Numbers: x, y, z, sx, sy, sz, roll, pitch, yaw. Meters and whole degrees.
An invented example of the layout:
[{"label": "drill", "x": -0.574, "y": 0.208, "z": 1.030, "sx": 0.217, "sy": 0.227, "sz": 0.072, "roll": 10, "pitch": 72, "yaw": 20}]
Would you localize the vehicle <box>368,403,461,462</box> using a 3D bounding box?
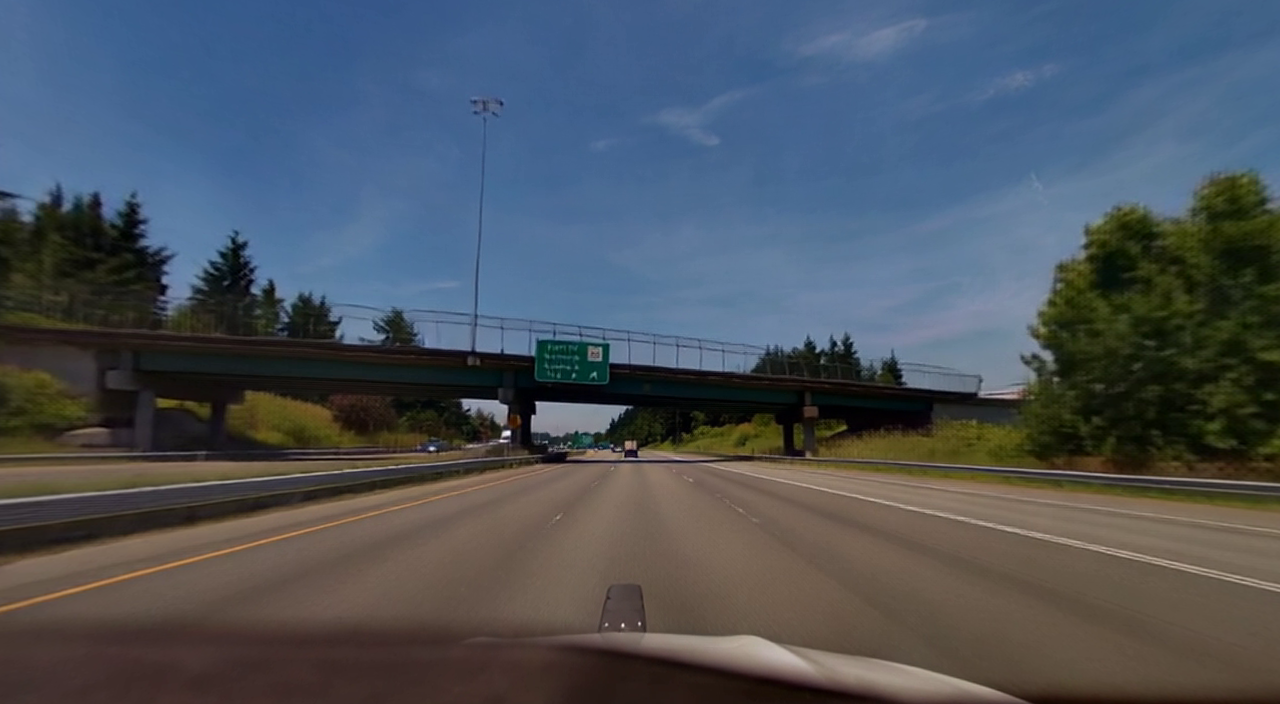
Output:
[{"label": "vehicle", "x": -16.109, "y": 6.014, "z": 46.098, "sx": 2.985, "sy": 3.790, "sz": 10.161, "roll": 0, "pitch": -9, "yaw": 0}]
